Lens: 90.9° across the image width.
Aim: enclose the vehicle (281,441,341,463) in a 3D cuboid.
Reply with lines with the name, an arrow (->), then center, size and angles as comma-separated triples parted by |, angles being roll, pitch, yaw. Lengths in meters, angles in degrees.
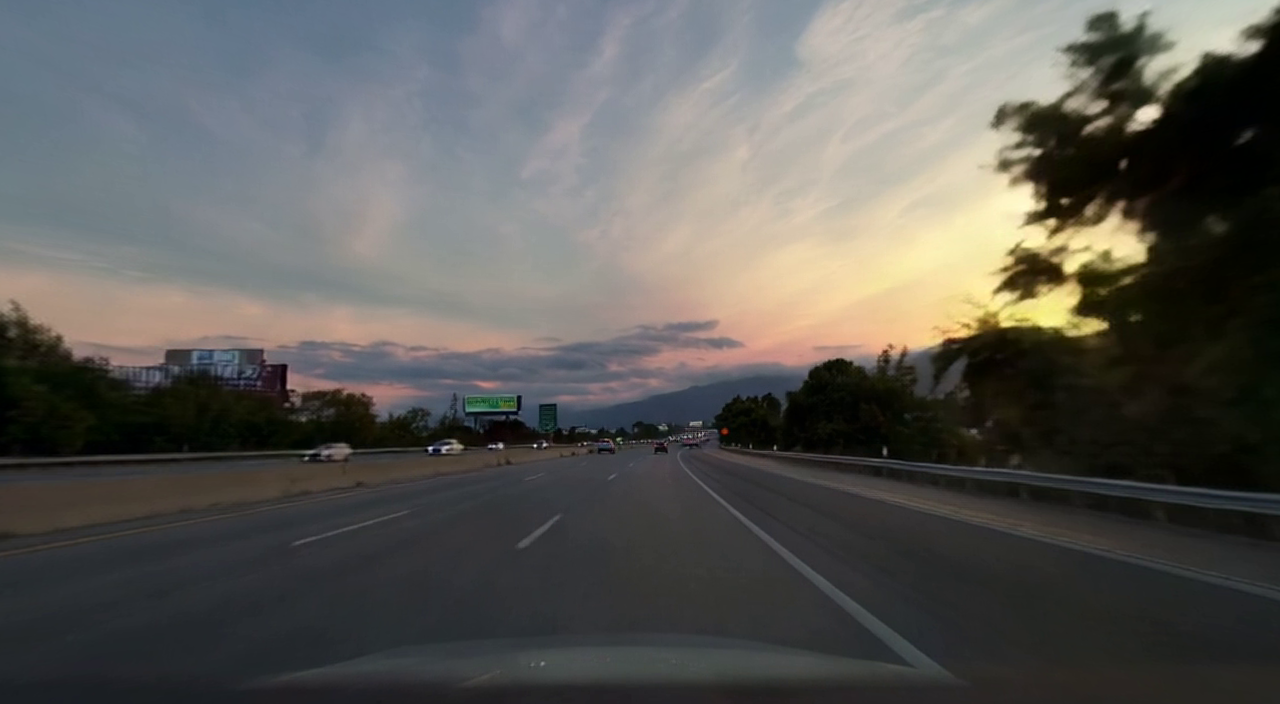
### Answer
vehicle -> -24.383, 7.425, 46.989 | 1.971, 1.536, 4.444 | -1, -8, 2
